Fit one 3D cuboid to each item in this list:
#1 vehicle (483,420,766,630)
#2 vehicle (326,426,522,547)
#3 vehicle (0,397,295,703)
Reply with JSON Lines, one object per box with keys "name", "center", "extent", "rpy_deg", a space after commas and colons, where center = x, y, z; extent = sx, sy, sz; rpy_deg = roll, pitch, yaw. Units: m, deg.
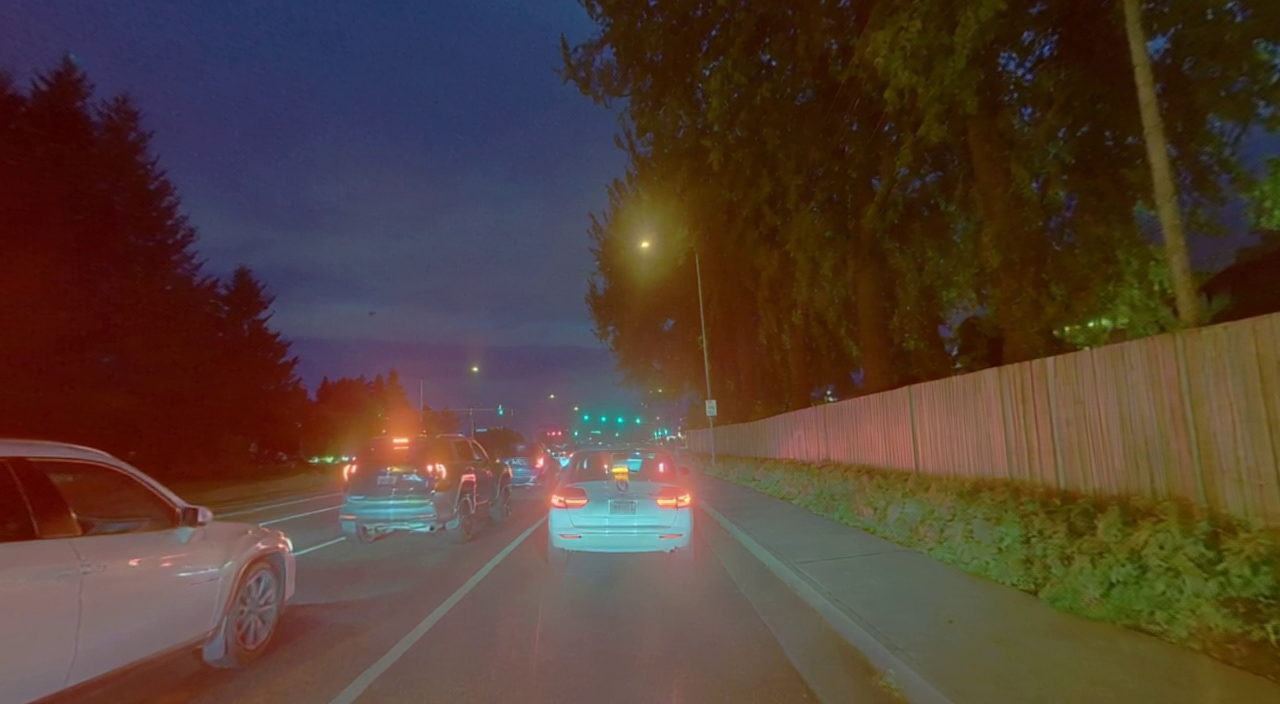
{"name": "vehicle", "center": [-0.139, 1.510, 6.445], "extent": [1.995, 1.460, 3.865], "rpy_deg": [0, -8, -1]}
{"name": "vehicle", "center": [-3.223, 2.064, 10.270], "extent": [1.850, 1.582, 3.688], "rpy_deg": [0, -8, 0]}
{"name": "vehicle", "center": [-3.166, 0.837, 1.583], "extent": [1.980, 1.520, 4.636], "rpy_deg": [0, -8, 0]}
